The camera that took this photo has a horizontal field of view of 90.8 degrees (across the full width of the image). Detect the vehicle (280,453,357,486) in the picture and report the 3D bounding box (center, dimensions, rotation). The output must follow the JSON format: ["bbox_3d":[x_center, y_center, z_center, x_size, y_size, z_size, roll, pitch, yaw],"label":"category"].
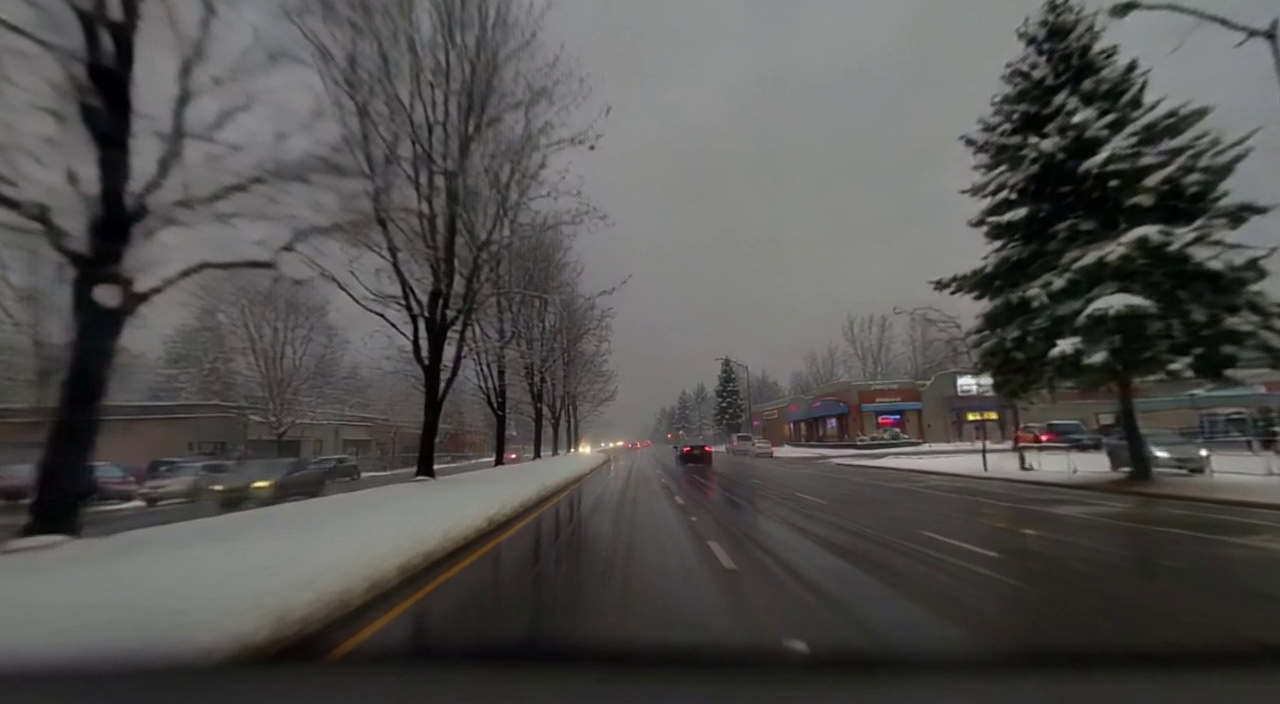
[{"bbox_3d":[-18.153,6.625,35.924,2.045,1.727,4.503,0,-9,-1],"label":"vehicle"}]

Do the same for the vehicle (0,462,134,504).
[{"bbox_3d":[-24.057,5.418,26.451,1.831,1.452,4.727,0,-9,-1],"label":"vehicle"}]

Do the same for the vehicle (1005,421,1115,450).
[{"bbox_3d":[30.328,6.112,45.821,2.102,1.965,6.159,7,-11,-37],"label":"vehicle"}]

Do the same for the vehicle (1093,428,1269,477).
[{"bbox_3d":[25.814,4.809,30.454,2.185,2.098,5.912,6,-11,-36],"label":"vehicle"}]

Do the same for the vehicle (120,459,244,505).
[{"bbox_3d":[-17.990,5.088,25.111,1.858,1.600,4.118,0,-9,-1],"label":"vehicle"}]

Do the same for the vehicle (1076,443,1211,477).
[{"bbox_3d":[23.172,4.971,29.239,1.777,1.432,4.487,7,-11,-37],"label":"vehicle"}]

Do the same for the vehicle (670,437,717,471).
[{"bbox_3d":[2.680,5.256,32.776,1.957,1.643,4.226,0,-9,-2],"label":"vehicle"}]
